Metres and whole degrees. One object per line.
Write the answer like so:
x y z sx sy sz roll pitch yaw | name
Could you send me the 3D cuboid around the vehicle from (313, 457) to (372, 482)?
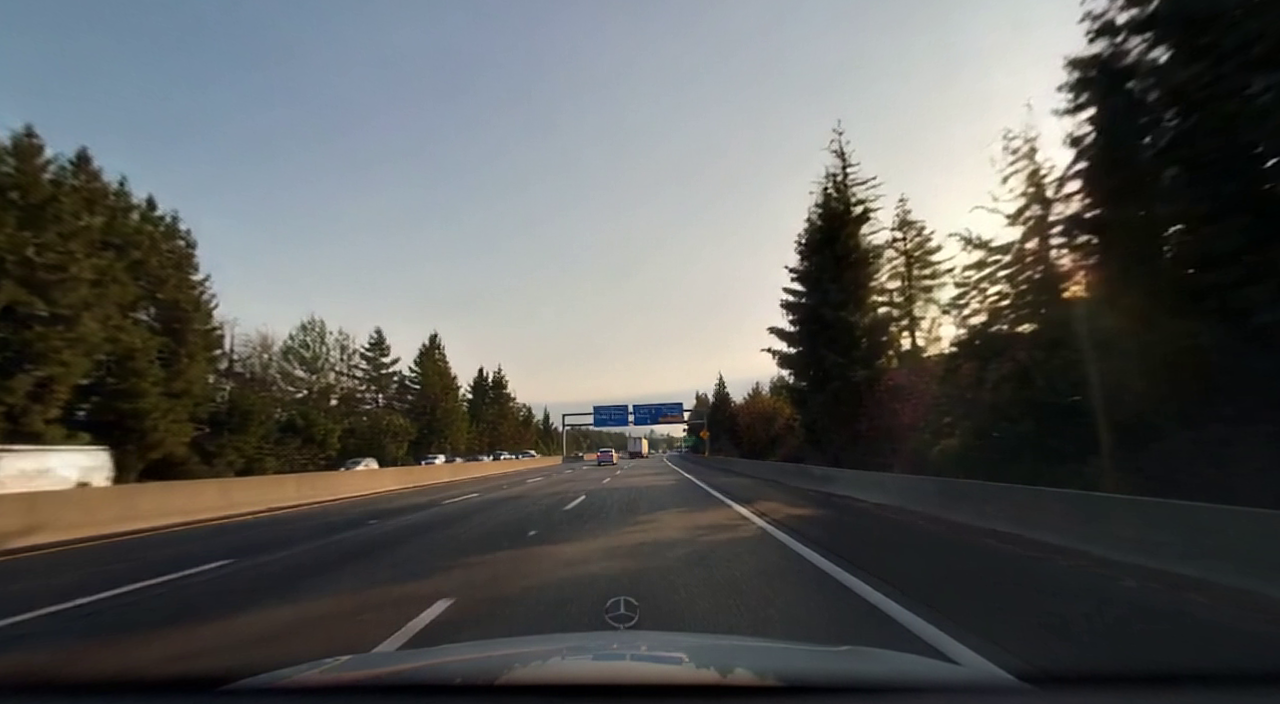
-19.349 7.618 40.902 1.800 1.493 3.928 0 -9 2 | vehicle
